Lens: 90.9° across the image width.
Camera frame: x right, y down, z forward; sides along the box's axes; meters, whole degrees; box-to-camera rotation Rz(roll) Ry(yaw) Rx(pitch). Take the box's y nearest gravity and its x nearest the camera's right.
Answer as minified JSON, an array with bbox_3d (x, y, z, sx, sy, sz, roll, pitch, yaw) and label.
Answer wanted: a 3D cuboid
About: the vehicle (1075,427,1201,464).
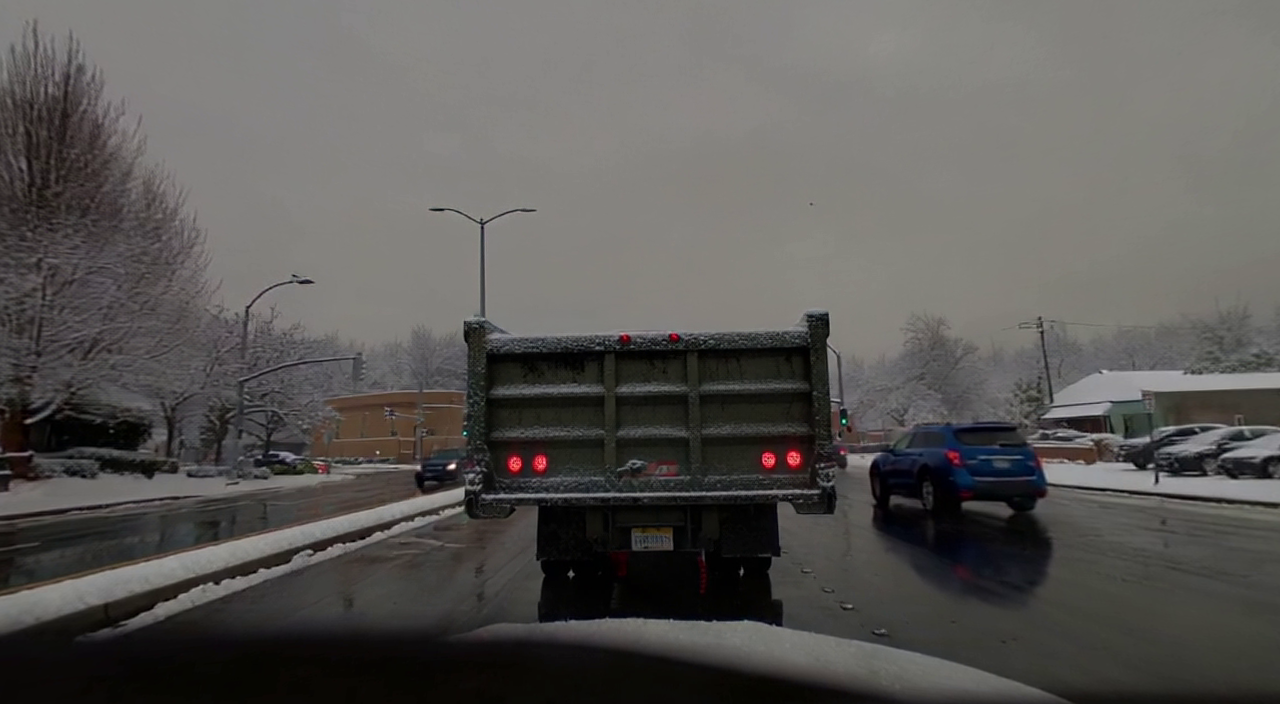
[{"bbox_3d":[23.150,4.373,29.438,4.171,1.614,1.894,-1,-8,1],"label":"vehicle"}]

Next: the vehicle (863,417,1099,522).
[{"bbox_3d":[6.905,2.438,13.659,2.363,1.825,4.989,-1,-8,1],"label":"vehicle"}]

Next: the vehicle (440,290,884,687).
[{"bbox_3d":[0.263,1.310,7.397,2.650,2.391,7.008,-1,-8,3],"label":"vehicle"}]
